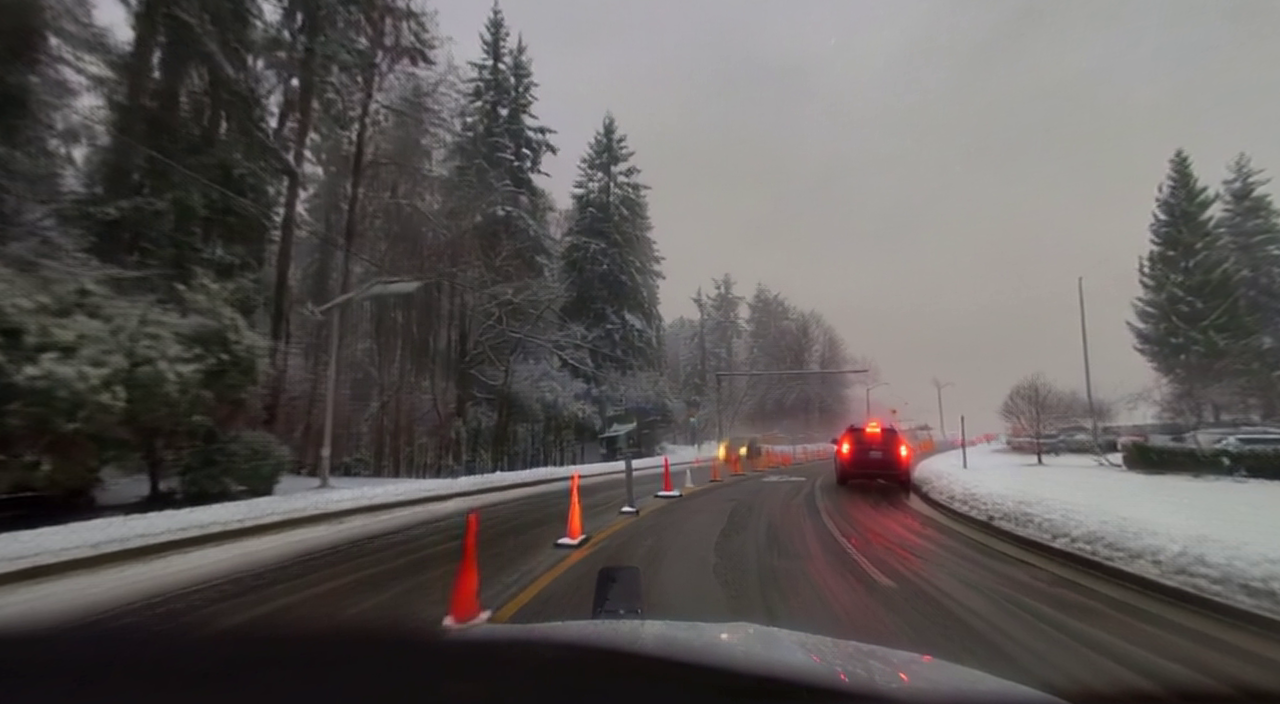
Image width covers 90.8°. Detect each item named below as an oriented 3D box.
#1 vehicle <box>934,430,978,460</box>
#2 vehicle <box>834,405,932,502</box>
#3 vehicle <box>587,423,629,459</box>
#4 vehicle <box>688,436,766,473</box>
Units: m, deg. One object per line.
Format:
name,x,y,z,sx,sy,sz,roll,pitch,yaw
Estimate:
vehicle,20.199,5.888,40.266,2.030,1.774,3.884,-5,-9,31
vehicle,6.177,2.565,16.413,1.913,2.241,3.024,-3,-7,14
vehicle,-2.338,6.565,46.699,2.665,2.465,1.532,2,-5,11
vehicle,3.837,4.357,27.194,1.933,1.428,4.449,-4,-9,27
